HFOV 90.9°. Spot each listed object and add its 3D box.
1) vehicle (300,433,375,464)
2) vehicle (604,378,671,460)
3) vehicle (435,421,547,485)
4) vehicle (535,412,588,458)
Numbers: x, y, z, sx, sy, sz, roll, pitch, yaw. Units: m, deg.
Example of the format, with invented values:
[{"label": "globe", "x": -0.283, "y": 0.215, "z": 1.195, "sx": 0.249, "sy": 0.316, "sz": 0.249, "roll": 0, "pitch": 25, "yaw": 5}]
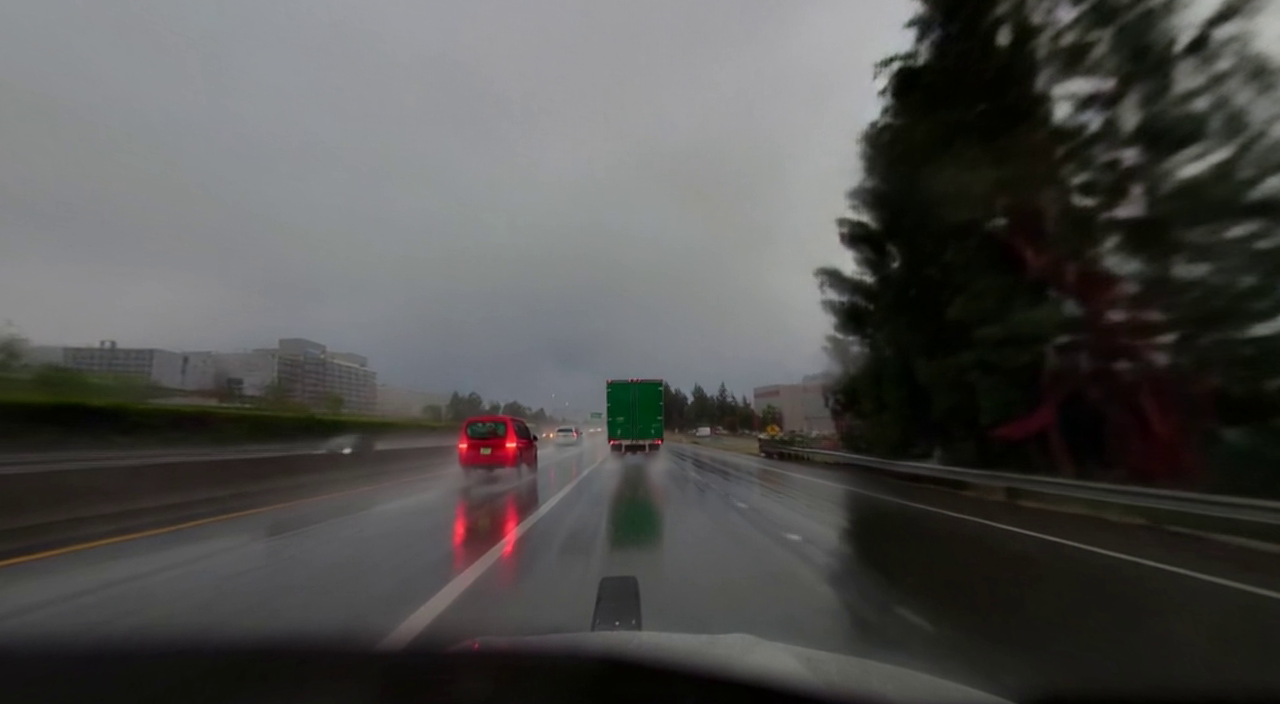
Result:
[{"label": "vehicle", "x": -17.082, "y": 5.465, "z": 35.838, "sx": 2.132, "sy": 1.644, "sz": 4.327, "roll": 0, "pitch": -8, "yaw": -1}, {"label": "vehicle", "x": -0.259, "y": 3.964, "z": 36.037, "sx": 3.259, "sy": 4.066, "sz": 9.891, "roll": 0, "pitch": -8, "yaw": -2}, {"label": "vehicle", "x": -4.156, "y": 2.913, "z": 18.569, "sx": 2.005, "sy": 1.602, "sz": 5.131, "roll": 0, "pitch": -8, "yaw": 1}, {"label": "vehicle", "x": -5.044, "y": 5.481, "z": 41.516, "sx": 2.717, "sy": 2.714, "sz": 6.997, "roll": 0, "pitch": -8, "yaw": -1}]
